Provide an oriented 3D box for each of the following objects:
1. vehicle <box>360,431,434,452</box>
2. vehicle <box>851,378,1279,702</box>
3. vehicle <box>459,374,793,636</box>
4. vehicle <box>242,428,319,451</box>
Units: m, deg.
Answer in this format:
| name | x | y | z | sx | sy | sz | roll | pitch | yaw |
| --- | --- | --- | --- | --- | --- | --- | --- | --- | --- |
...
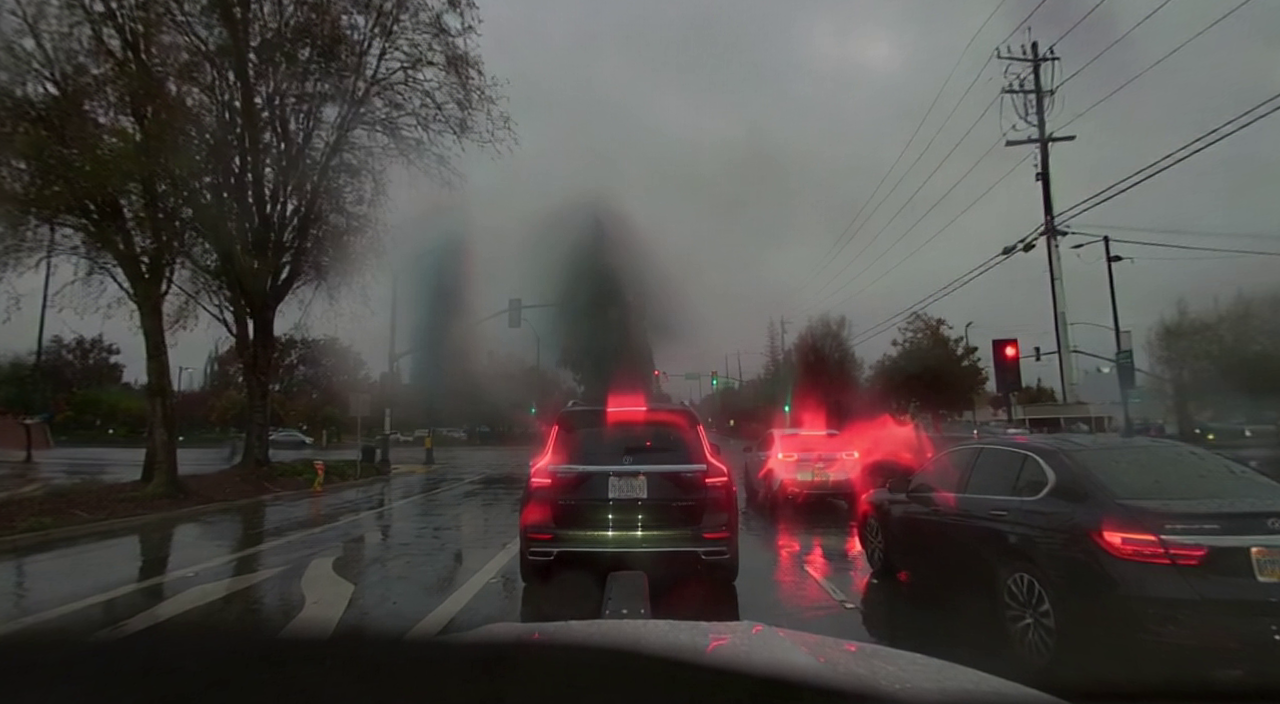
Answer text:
| name | x | y | z | sx | sy | sz | roll | pitch | yaw |
| --- | --- | --- | --- | --- | --- | --- | --- | --- | --- |
| vehicle | -17.779 | 6.578 | 46.349 | 4.607 | 1.478 | 1.995 | 0 | -8 | 0 |
| vehicle | 3.557 | 1.299 | 5.564 | 1.948 | 1.677 | 4.437 | 0 | -8 | 1 |
| vehicle | -0.136 | 1.364 | 6.614 | 2.271 | 1.786 | 4.443 | 0 | -8 | -1 |
| vehicle | -26.863 | 6.546 | 47.195 | 4.587 | 1.639 | 1.878 | 0 | -8 | 0 |
